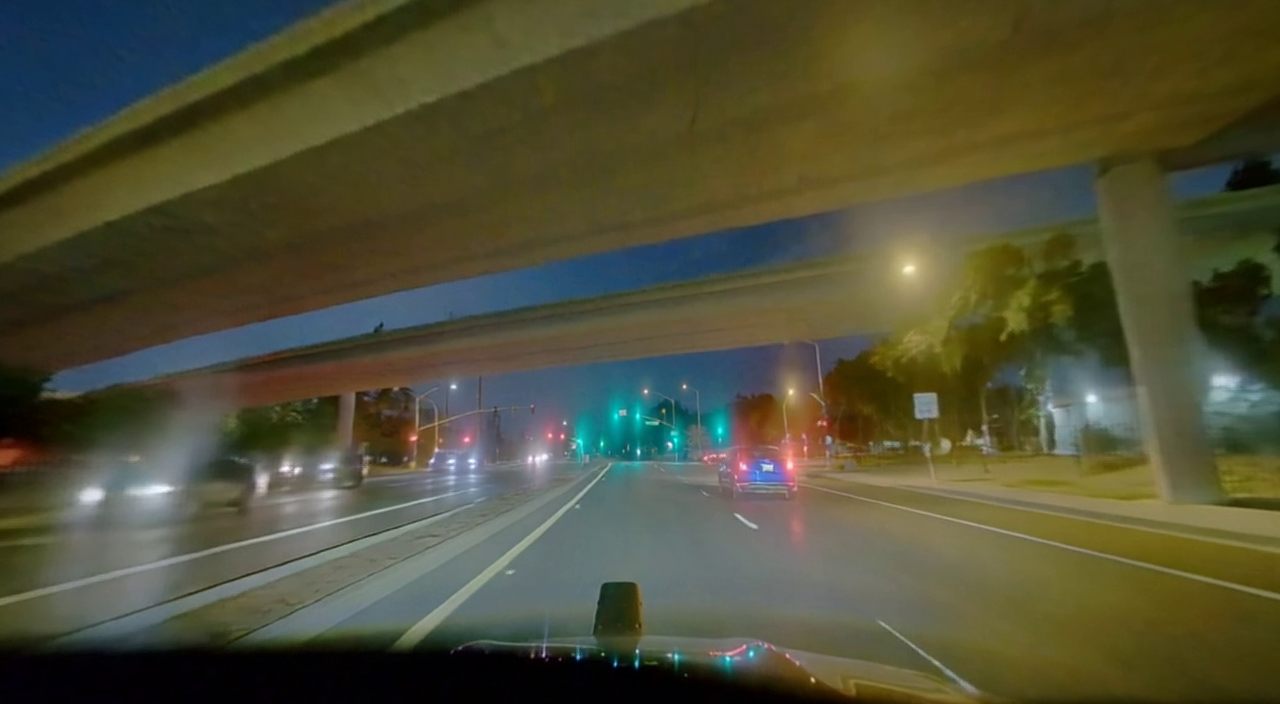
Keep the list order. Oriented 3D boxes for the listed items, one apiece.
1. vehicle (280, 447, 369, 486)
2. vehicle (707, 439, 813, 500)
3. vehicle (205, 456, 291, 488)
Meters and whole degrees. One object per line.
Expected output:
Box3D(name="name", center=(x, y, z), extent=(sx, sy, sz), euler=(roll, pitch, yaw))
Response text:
Box3D(name="vehicle", center=(-14.434, 5.206, 29.201), extent=(1.912, 1.632, 4.326), euler=(0, -8, 0))
Box3D(name="vehicle", center=(3.258, 3.284, 18.116), extent=(2.062, 1.484, 4.332), euler=(0, -8, -2))
Box3D(name="vehicle", center=(-21.074, 6.429, 34.198), extent=(1.946, 1.502, 4.195), euler=(0, -8, 0))
